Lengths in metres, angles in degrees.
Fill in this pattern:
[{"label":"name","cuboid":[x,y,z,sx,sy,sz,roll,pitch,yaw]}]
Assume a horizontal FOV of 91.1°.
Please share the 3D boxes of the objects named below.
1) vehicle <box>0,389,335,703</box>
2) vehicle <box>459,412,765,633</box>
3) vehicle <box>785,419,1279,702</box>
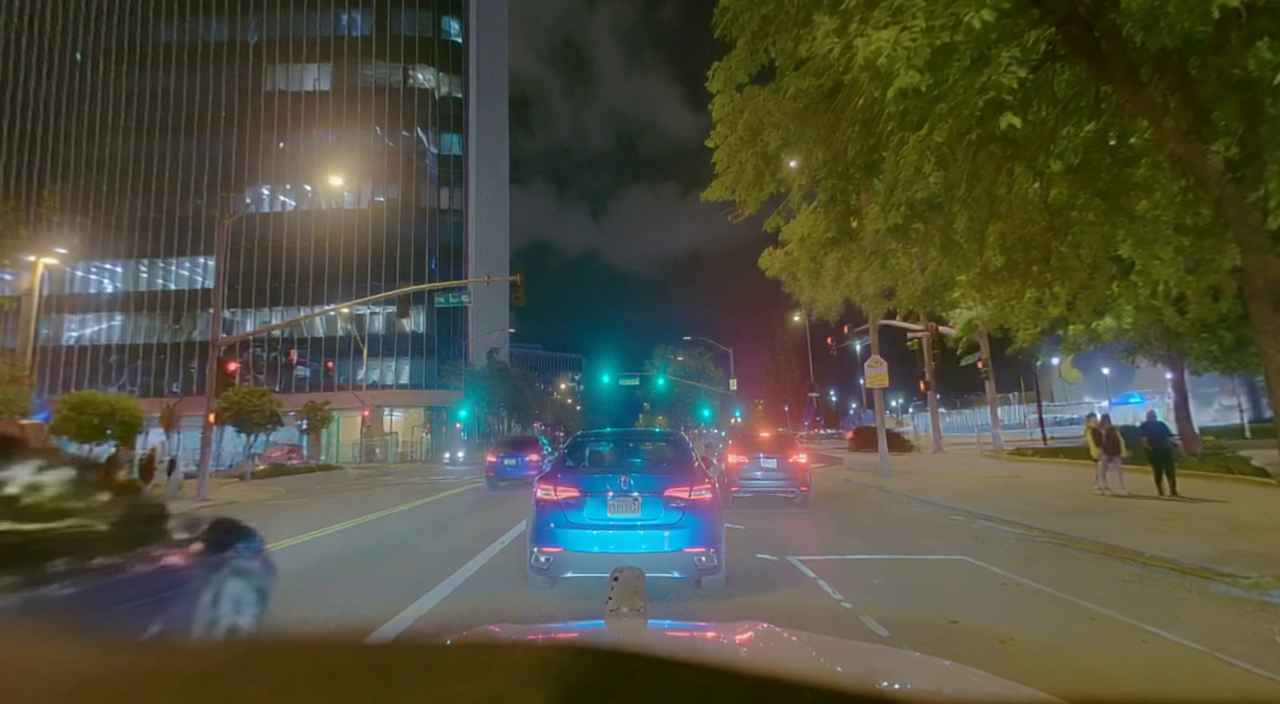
[{"label":"vehicle","cuboid":[-3.299,0.919,2.406,2.068,1.513,4.221,0,-8,1]},{"label":"vehicle","cuboid":[-0.265,1.460,6.386,2.072,1.476,4.078,0,-8,-2]},{"label":"vehicle","cuboid":[2.751,1.398,5.428,1.952,1.464,4.165,0,-8,-1]}]
